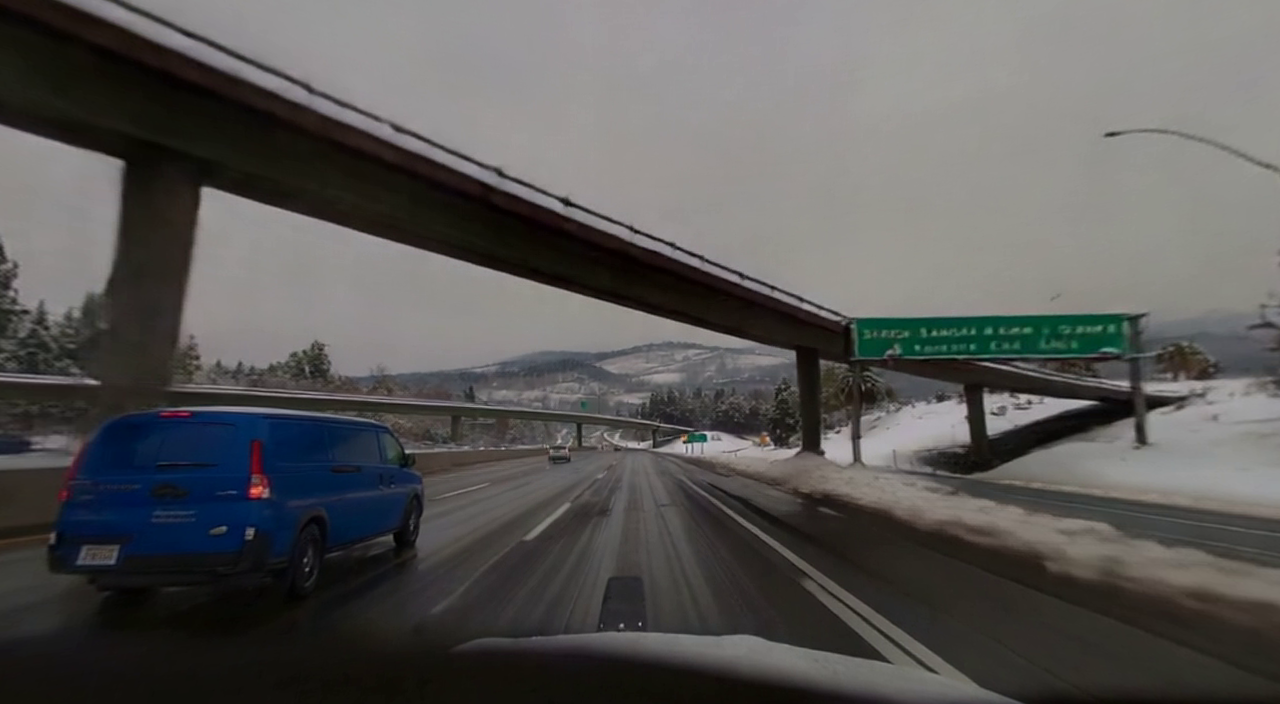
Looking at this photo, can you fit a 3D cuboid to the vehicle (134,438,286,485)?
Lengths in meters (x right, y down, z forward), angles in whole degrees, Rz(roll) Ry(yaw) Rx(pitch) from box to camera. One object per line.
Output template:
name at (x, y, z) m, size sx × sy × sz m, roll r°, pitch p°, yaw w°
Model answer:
vehicle at (-15.975, 4.063, 23.770) m, size 2.136 × 1.576 × 5.013 m, roll 0°, pitch -8°, yaw 1°
